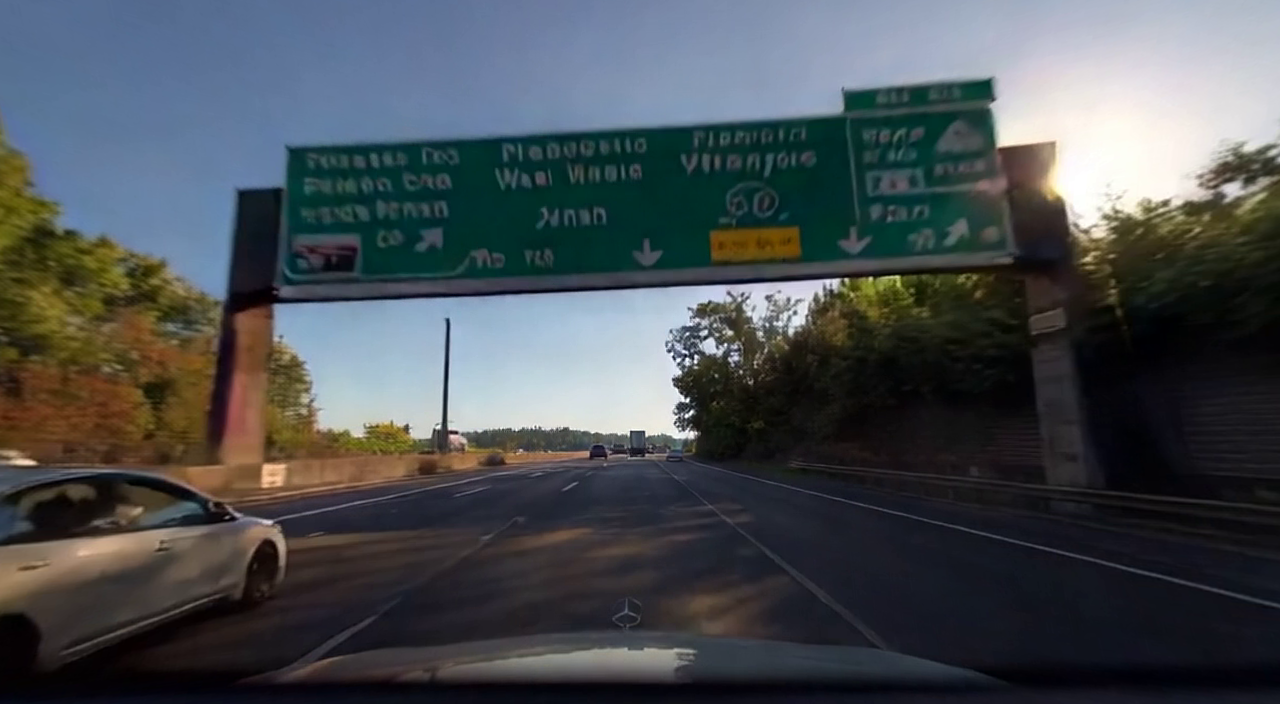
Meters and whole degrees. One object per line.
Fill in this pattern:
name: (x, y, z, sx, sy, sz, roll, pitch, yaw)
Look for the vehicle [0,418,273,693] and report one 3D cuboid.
vehicle: (-4.478, 1.121, 3.526, 2.016, 1.470, 4.691, 0, -9, 0)
